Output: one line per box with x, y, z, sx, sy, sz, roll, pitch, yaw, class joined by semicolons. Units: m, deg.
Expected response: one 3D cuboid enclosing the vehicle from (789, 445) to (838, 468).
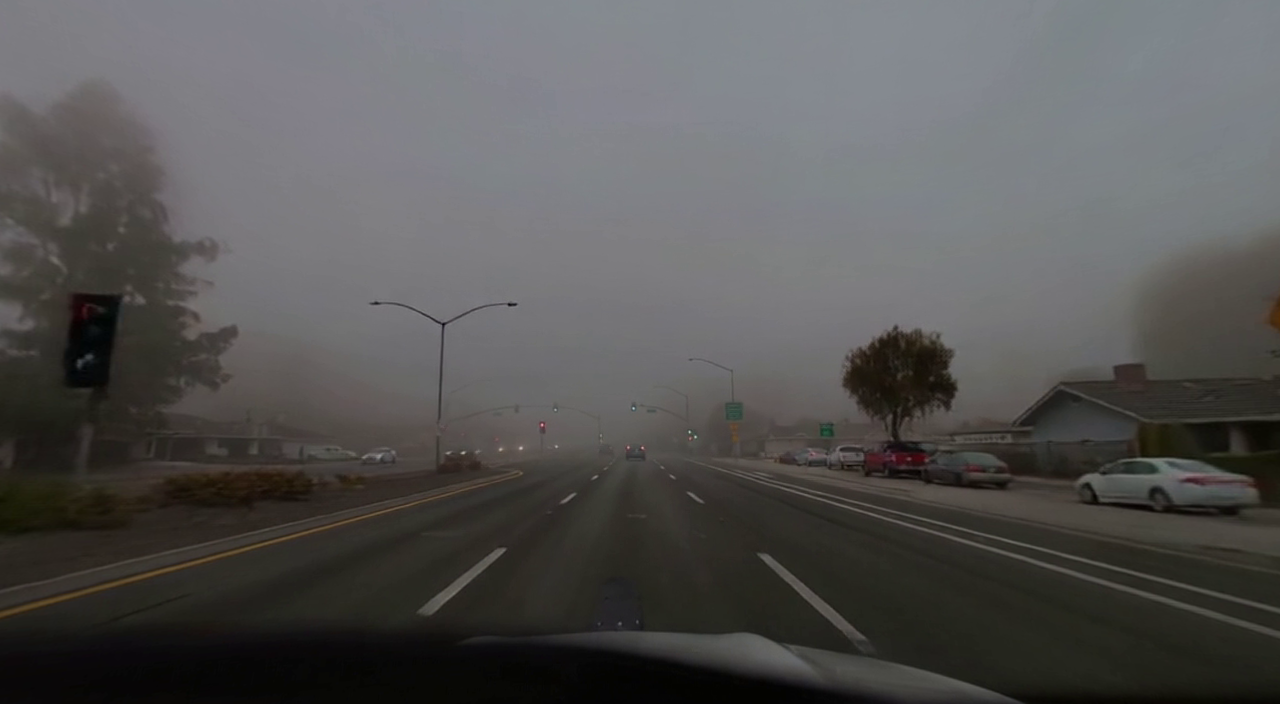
12.296;7.409;45.008;2.128;1.467;4.987;0;-9;1;vehicle

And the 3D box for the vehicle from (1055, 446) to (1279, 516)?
12.745;3.051;15.578;1.916;1.452;4.651;0;-9;1;vehicle

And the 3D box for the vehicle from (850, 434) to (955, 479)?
12.557;5.115;30.835;2.386;1.919;6.109;-1;-10;-1;vehicle

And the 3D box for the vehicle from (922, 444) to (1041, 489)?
12.381;4.204;23.320;1.836;1.448;4.624;-1;-9;1;vehicle
